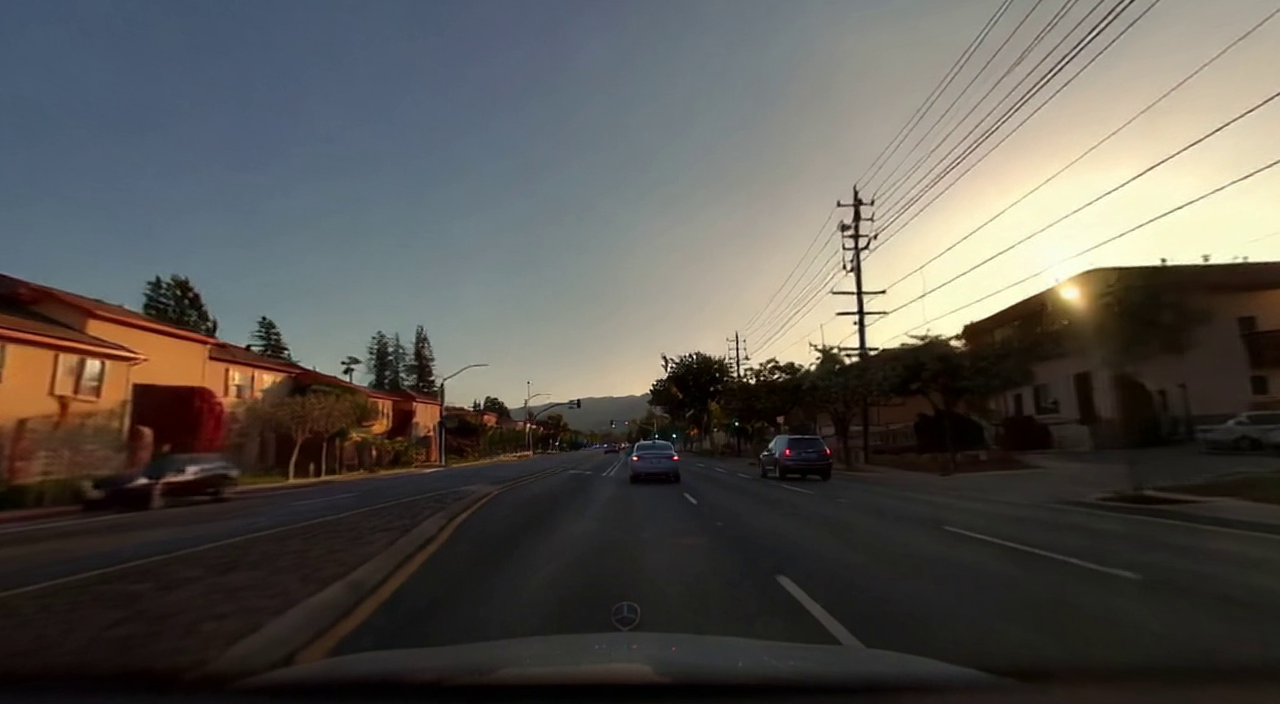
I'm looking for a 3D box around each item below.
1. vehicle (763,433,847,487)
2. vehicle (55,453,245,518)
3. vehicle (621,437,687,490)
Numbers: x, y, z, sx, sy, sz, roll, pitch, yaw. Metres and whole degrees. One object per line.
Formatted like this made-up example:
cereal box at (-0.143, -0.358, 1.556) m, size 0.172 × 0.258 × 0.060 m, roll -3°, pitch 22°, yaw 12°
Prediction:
vehicle at (6.305, 4.173, 24.591) m, size 2.061 × 1.889 × 4.268 m, roll 0°, pitch -9°, yaw 0°
vehicle at (-14.252, 3.858, 18.728) m, size 2.011 × 1.670 × 4.360 m, roll -1°, pitch -9°, yaw 2°
vehicle at (0.454, 3.936, 22.477) m, size 2.138 × 1.702 × 4.168 m, roll 0°, pitch -9°, yaw 0°
